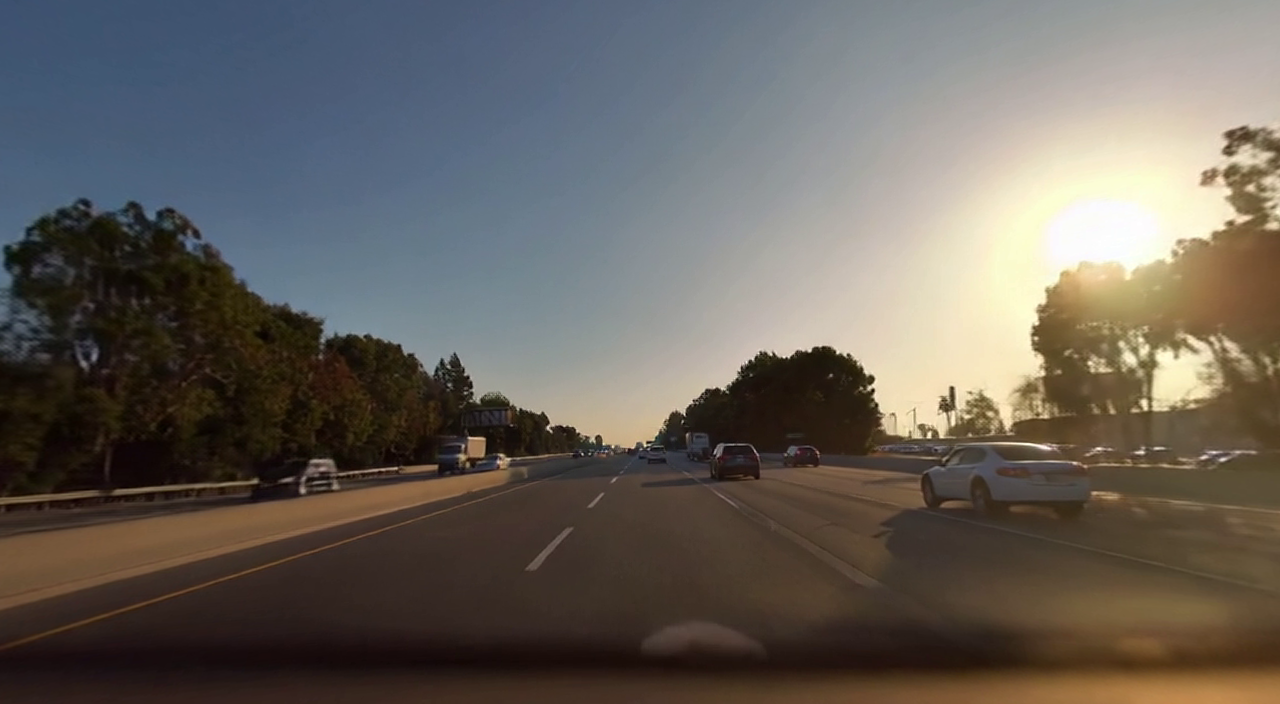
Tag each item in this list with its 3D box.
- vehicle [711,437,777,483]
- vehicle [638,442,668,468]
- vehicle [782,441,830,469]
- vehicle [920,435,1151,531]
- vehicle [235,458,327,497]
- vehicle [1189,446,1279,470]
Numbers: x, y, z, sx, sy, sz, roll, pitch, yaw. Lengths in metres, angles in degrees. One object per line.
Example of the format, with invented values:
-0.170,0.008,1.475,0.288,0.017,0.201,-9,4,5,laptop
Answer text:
4.536,4.776,28.289,2.075,1.845,4.667,0,-8,-1,vehicle
0.953,7.855,48.338,2.145,1.832,4.004,-1,-8,0,vehicle
11.493,7.136,43.972,2.028,1.801,4.503,0,-8,-1,vehicle
7.532,2.496,12.668,1.807,1.558,4.352,-1,-8,0,vehicle
-17.034,5.943,30.210,1.792,1.622,4.317,-1,-8,1,vehicle
40.020,7.115,42.447,1.758,1.453,4.391,3,-8,-8,vehicle
